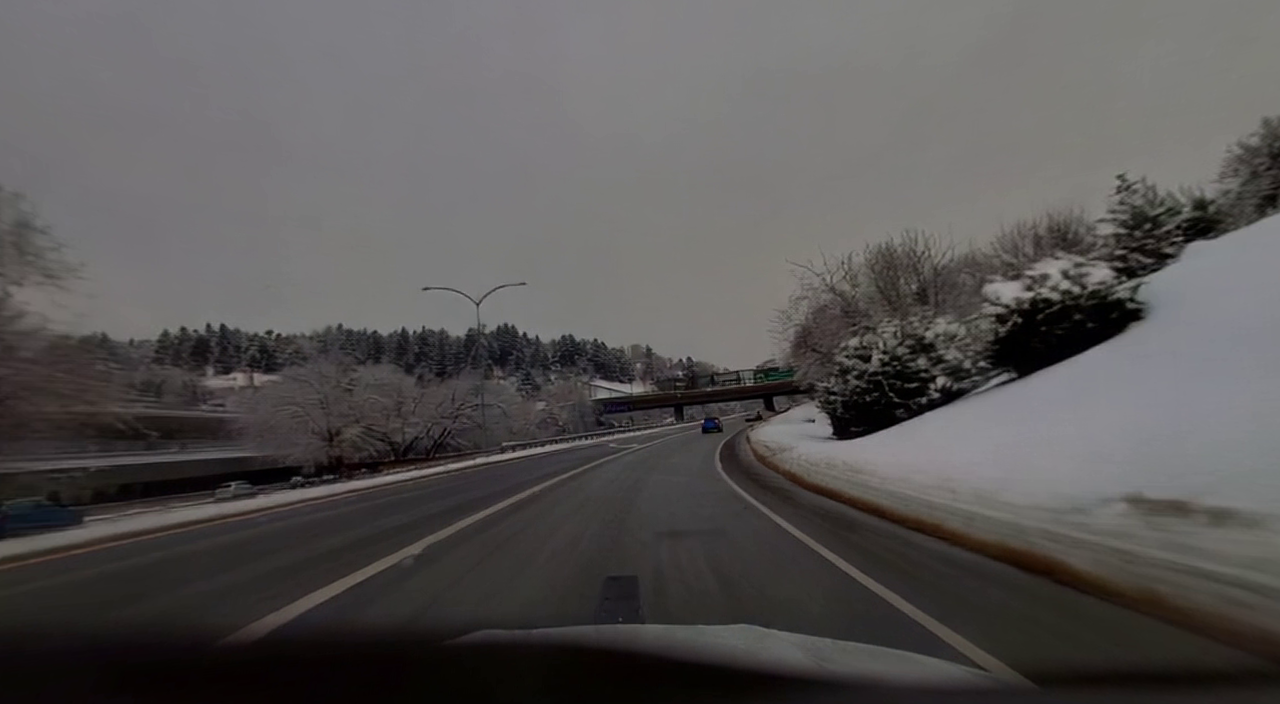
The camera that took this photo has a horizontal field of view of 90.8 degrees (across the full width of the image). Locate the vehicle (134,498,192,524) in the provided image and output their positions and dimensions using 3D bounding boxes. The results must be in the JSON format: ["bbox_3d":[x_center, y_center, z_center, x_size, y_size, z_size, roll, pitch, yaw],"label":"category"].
[{"bbox_3d":[-37.136,12.390,49.303,1.762,1.478,3.670,5,-9,-5],"label":"vehicle"}]

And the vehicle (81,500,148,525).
[{"bbox_3d":[-41.140,12.544,49.529,1.772,1.502,4.002,-1,-8,0],"label":"vehicle"}]
